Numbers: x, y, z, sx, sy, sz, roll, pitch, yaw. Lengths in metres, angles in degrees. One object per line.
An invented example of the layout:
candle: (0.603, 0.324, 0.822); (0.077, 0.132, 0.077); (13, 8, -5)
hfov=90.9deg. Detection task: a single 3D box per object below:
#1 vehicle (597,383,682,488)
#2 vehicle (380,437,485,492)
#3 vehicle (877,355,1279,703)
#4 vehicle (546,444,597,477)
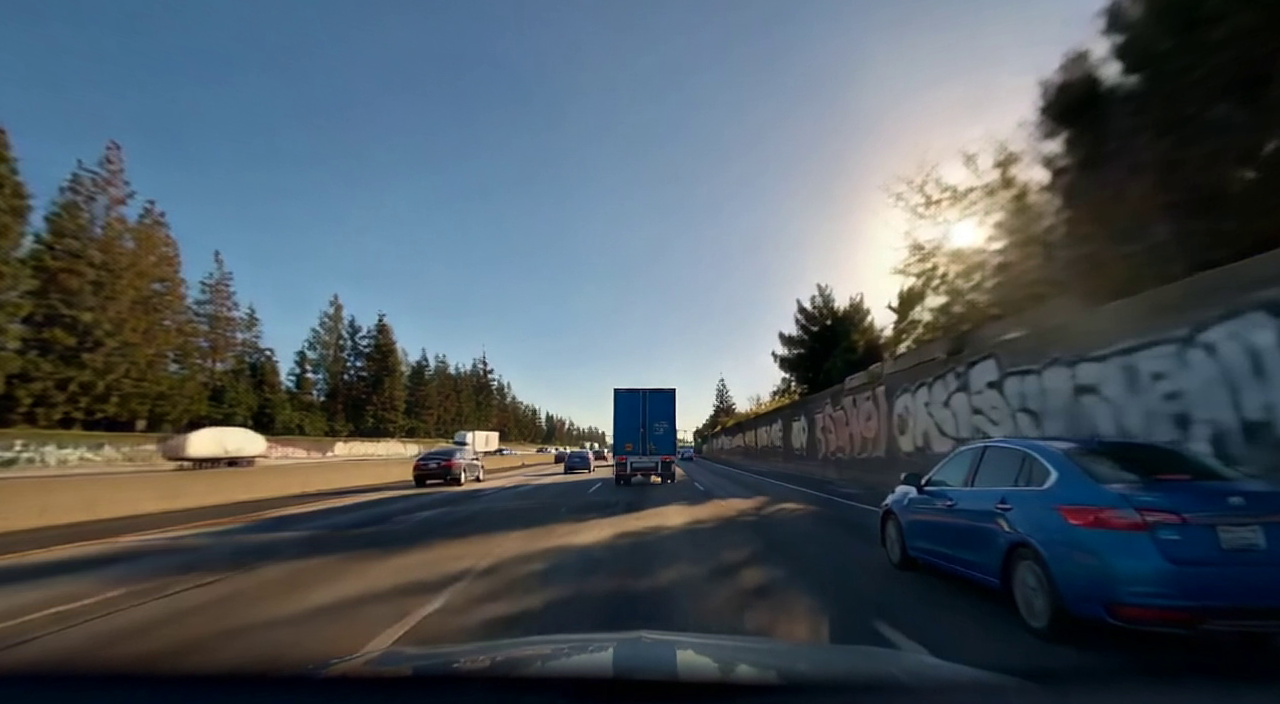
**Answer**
vehicle: (-0.023, 3.659, 26.868); (2.915, 3.661, 9.741); (0, -9, 0)
vehicle: (-6.661, 3.651, 20.750); (2.005, 1.607, 4.042); (0, -9, 1)
vehicle: (3.792, 1.189, 4.816); (2.205, 1.689, 4.403); (0, -9, 0)
vehicle: (-3.343, 5.416, 31.667); (2.020, 1.505, 4.171); (0, -9, 1)
